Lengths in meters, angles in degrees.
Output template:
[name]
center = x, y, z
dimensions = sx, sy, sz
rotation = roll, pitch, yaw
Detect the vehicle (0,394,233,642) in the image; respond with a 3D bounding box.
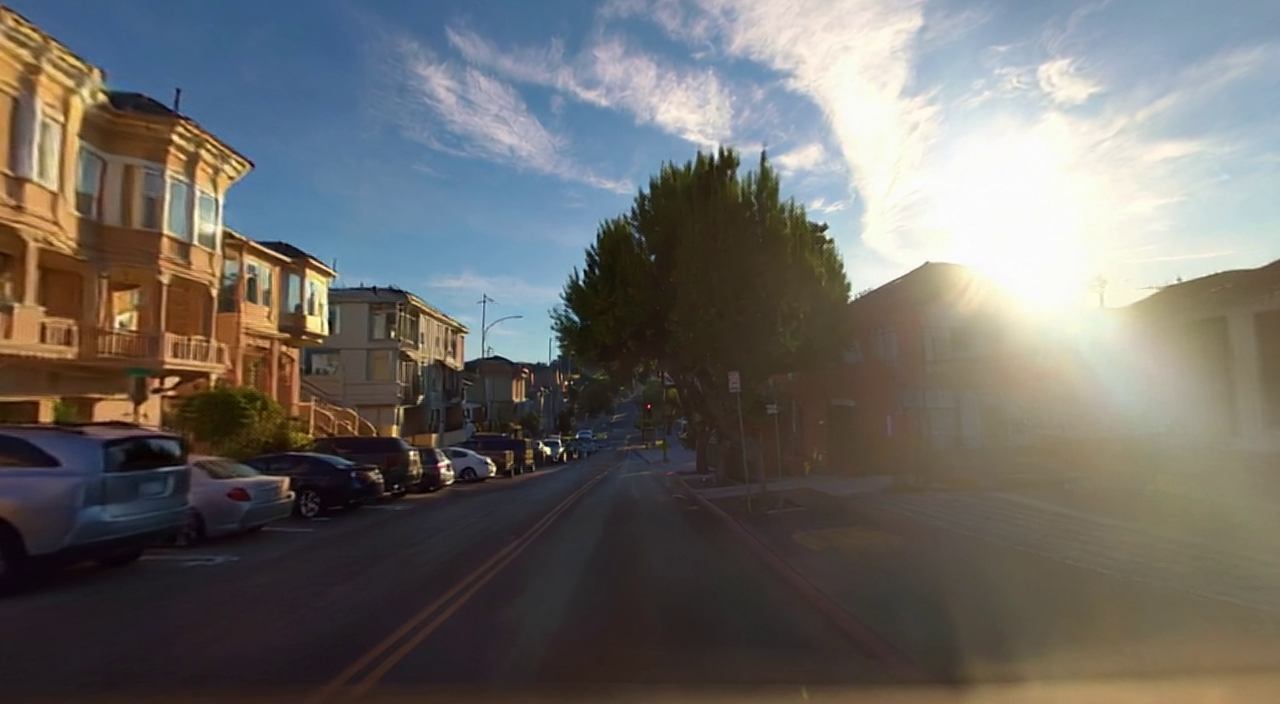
[vehicle]
center = -7.444, 1.530, 6.460
dimensions = 4.981, 1.975, 2.296
rotation = -1, -9, 4
